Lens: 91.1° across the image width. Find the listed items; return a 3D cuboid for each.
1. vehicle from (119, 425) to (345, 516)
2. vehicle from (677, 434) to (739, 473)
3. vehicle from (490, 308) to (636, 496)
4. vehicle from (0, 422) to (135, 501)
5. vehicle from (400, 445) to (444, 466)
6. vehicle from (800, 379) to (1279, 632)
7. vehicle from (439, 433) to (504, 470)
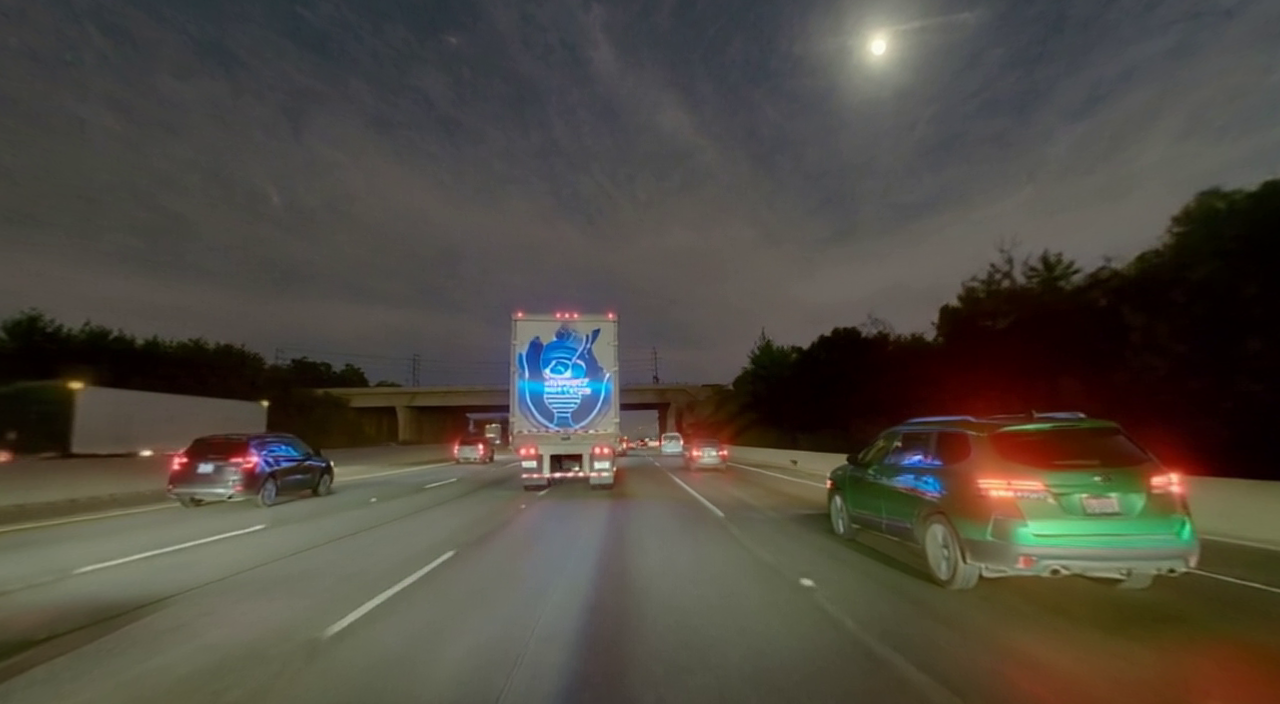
[{"bbox_3d":[-8.532,2.477,13.776,2.048,1.652,4.421,0,-8,-2],"label":"vehicle"},{"bbox_3d":[2.813,4.290,27.031,2.003,1.519,4.580,0,-8,-2],"label":"vehicle"},{"bbox_3d":[-1.958,1.647,17.703,2.911,3.787,9.905,1,-8,-5],"label":"vehicle"},{"bbox_3d":[-20.096,3.534,20.671,2.264,2.303,5.765,0,-8,-2],"label":"vehicle"},{"bbox_3d":[-17.163,8.154,49.664,1.874,1.491,4.393,0,-7,0],"label":"vehicle"},{"bbox_3d":[3.356,1.303,6.410,2.118,1.647,4.400,0,-8,-2],"label":"vehicle"},{"bbox_3d":[-8.351,4.939,31.591,2.057,1.698,4.550,0,-8,0],"label":"vehicle"}]
